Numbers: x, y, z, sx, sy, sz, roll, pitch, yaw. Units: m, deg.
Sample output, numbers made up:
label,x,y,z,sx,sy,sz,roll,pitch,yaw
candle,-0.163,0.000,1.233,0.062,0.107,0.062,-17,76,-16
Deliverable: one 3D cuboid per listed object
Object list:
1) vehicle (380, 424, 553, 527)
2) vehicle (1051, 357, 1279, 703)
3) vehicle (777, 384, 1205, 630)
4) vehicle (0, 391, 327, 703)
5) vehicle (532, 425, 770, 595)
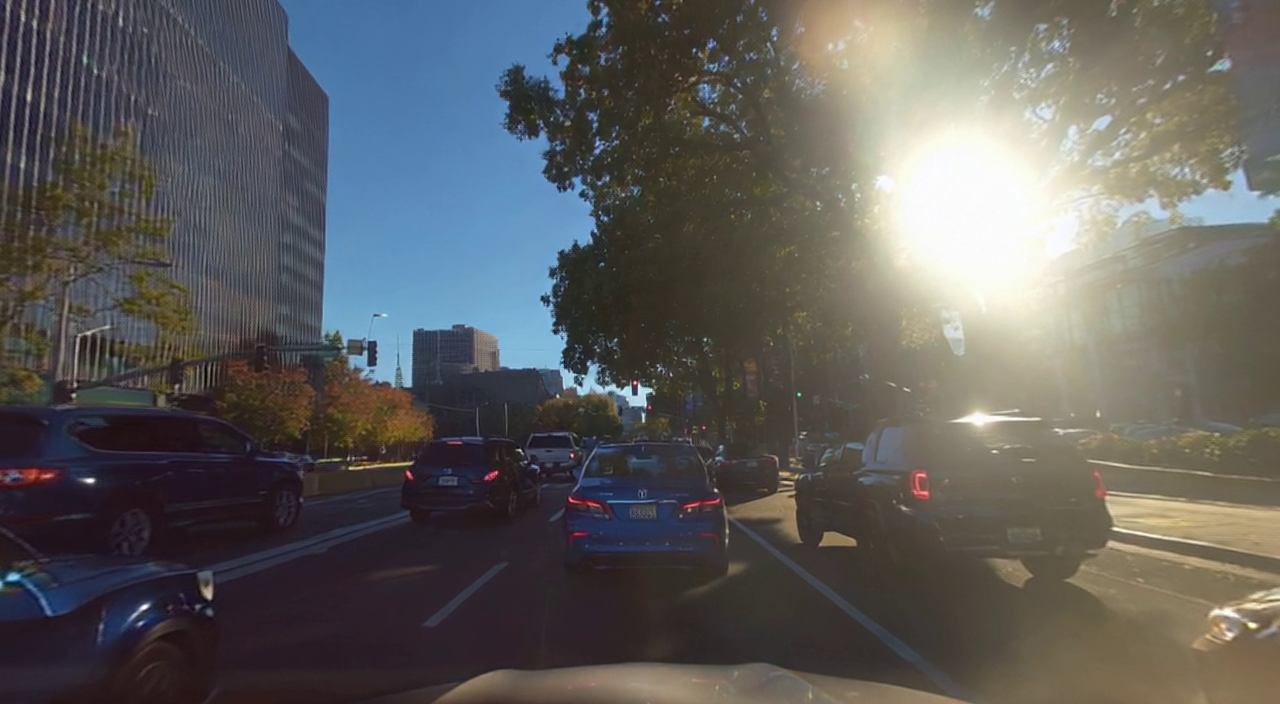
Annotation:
label,x,y,z,sx,sy,sz,roll,pitch,yaw
vehicle,-3.285,2.454,13.099,2.168,1.719,4.561,-1,-9,2
vehicle,2.865,0.586,0.438,2.051,1.548,4.532,0,-9,0
vehicle,3.052,1.456,6.864,2.108,1.785,4.334,0,-9,0
vehicle,-3.355,0.884,2.108,2.144,1.505,4.635,-1,-9,1
vehicle,0.088,1.730,7.750,2.147,1.507,3.953,0,-8,0
